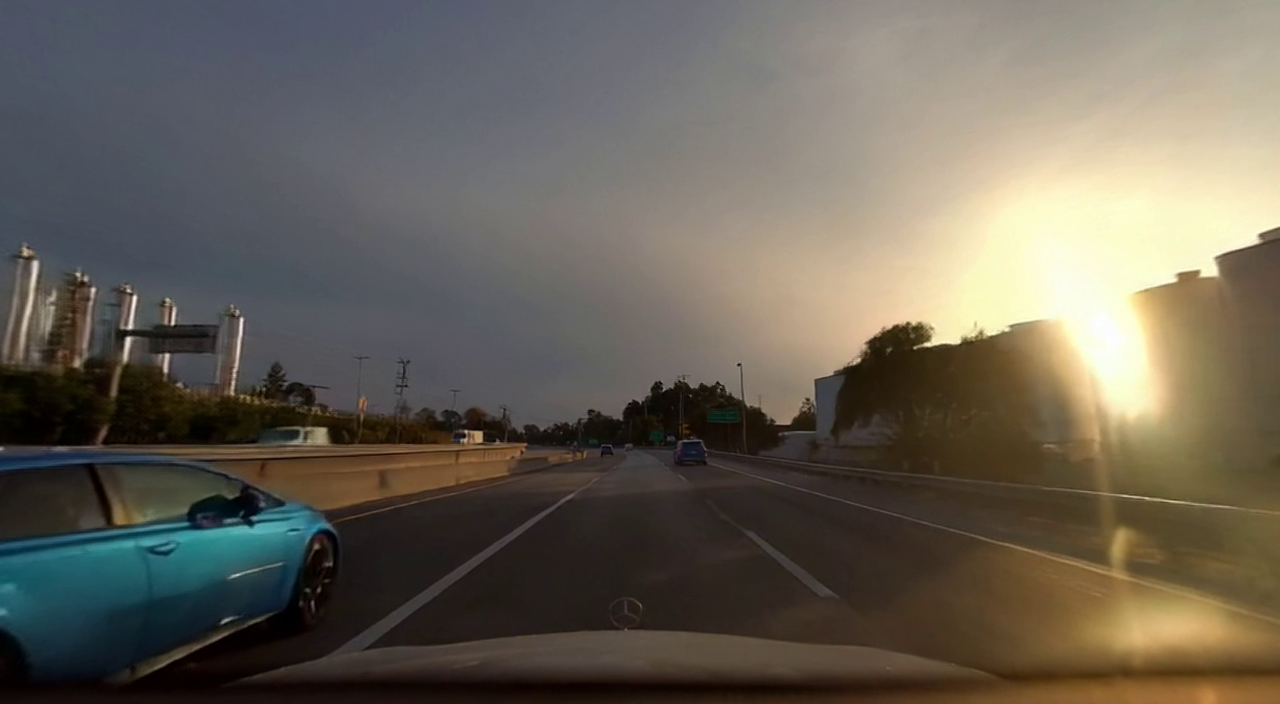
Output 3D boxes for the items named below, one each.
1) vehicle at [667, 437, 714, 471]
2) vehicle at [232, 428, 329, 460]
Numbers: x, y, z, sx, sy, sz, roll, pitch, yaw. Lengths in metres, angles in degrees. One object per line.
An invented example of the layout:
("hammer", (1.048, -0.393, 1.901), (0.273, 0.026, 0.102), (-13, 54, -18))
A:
("vehicle", (2.858, 5.934, 36.817), (2.296, 1.790, 5.067), (0, -9, -1))
("vehicle", (-18.152, 4.683, 32.068), (2.023, 1.509, 4.540), (-1, -9, 4))
